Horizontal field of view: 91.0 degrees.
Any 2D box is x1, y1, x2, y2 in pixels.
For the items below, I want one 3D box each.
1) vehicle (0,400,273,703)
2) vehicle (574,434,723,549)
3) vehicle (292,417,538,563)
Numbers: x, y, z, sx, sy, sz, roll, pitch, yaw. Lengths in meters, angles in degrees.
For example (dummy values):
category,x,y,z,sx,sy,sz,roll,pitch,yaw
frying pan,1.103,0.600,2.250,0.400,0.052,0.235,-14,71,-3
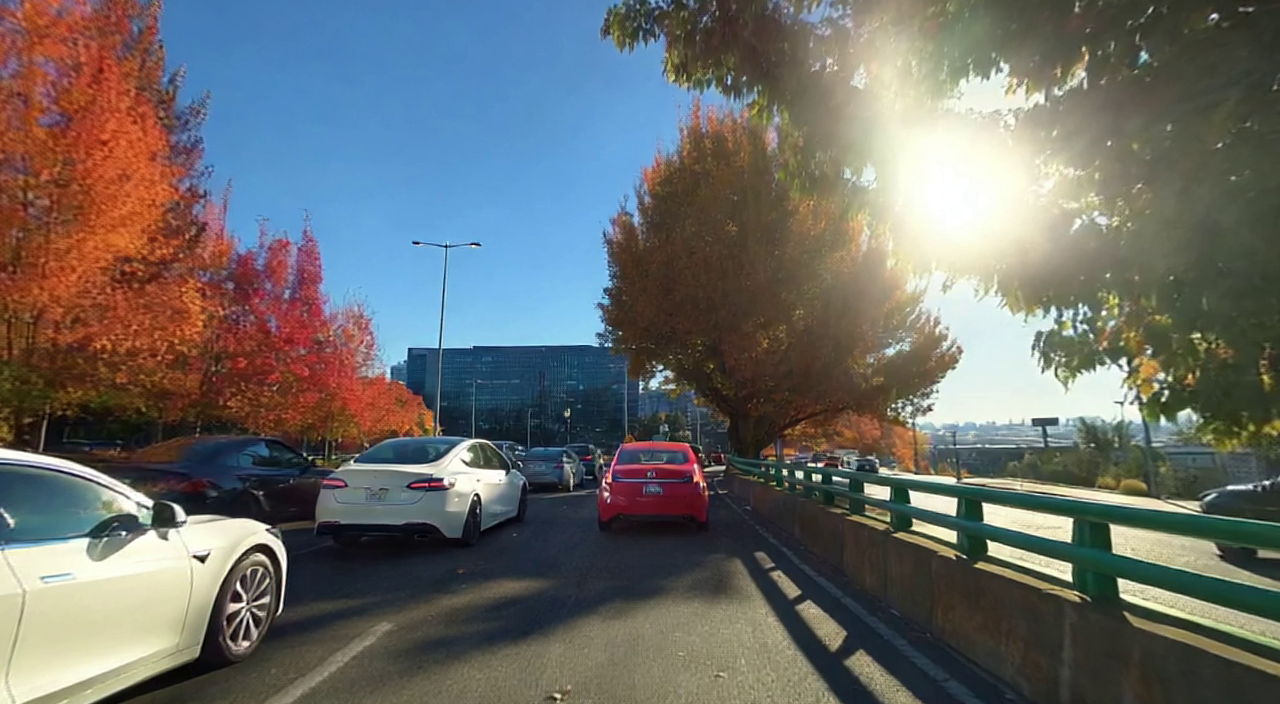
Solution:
category,x,y,z,sx,sy,sz,roll,pitch,yaw
vehicle,-3.496,0.876,2.068,1.921,1.503,4.317,0,-9,1
vehicle,0.201,2.218,10.721,2.015,1.506,4.276,0,-9,2
vehicle,-2.997,1.950,9.645,1.979,1.663,4.513,0,-9,2
